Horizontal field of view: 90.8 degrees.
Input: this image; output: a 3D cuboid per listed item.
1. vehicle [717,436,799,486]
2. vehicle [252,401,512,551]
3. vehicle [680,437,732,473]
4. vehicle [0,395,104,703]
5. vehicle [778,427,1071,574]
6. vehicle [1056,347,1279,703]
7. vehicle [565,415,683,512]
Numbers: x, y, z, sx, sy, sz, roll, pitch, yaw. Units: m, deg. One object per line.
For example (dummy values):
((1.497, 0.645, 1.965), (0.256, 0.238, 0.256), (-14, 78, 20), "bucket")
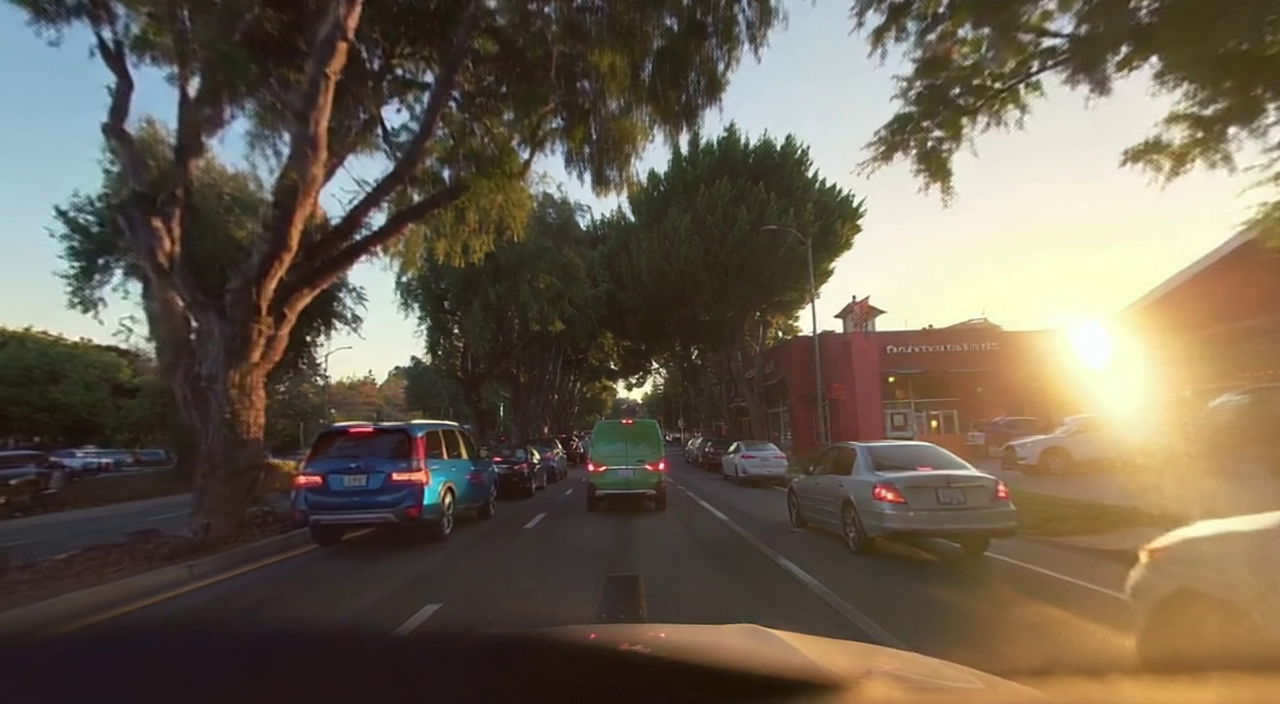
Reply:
((3.861, 3.643, 21.466), (1.875, 1.521, 4.192), (0, -9, -1), "vehicle")
((-3.650, 1.871, 10.124), (2.231, 1.853, 4.461), (0, -9, 0), "vehicle")
((2.974, 4.740, 29.204), (1.903, 1.529, 3.649), (0, -9, -2), "vehicle")
((-3.718, 0.679, 0.850), (2.051, 1.522, 4.509), (0, -9, -1), "vehicle")
((3.374, 1.835, 8.649), (1.900, 1.477, 4.352), (0, -8, -1), "vehicle")
((3.402, 0.677, 1.346), (2.047, 1.671, 4.267), (0, -9, -1), "vehicle")
((-0.350, 2.427, 14.116), (2.238, 1.825, 4.190), (0, -9, -1), "vehicle")
